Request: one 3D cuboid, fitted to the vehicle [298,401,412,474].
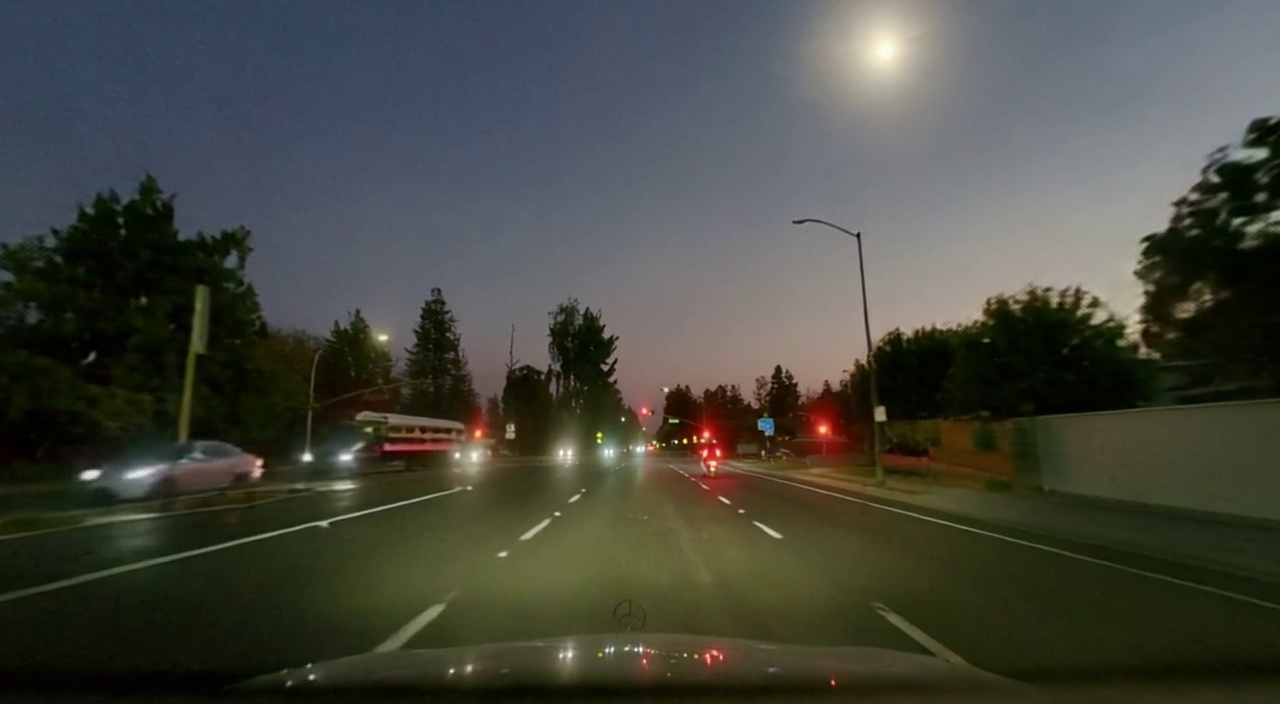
[{"bbox_3d":[-17.098,5.259,38.588,3.027,3.971,8.006,0,-8,1],"label":"vehicle"}]

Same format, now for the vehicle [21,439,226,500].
[{"bbox_3d":[-13.902,3.143,17.418,1.888,1.456,4.406,-1,-8,1],"label":"vehicle"}]

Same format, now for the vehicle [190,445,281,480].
[{"bbox_3d":[-20.810,5.665,32.680,1.844,1.679,4.318,0,-8,0],"label":"vehicle"}]
